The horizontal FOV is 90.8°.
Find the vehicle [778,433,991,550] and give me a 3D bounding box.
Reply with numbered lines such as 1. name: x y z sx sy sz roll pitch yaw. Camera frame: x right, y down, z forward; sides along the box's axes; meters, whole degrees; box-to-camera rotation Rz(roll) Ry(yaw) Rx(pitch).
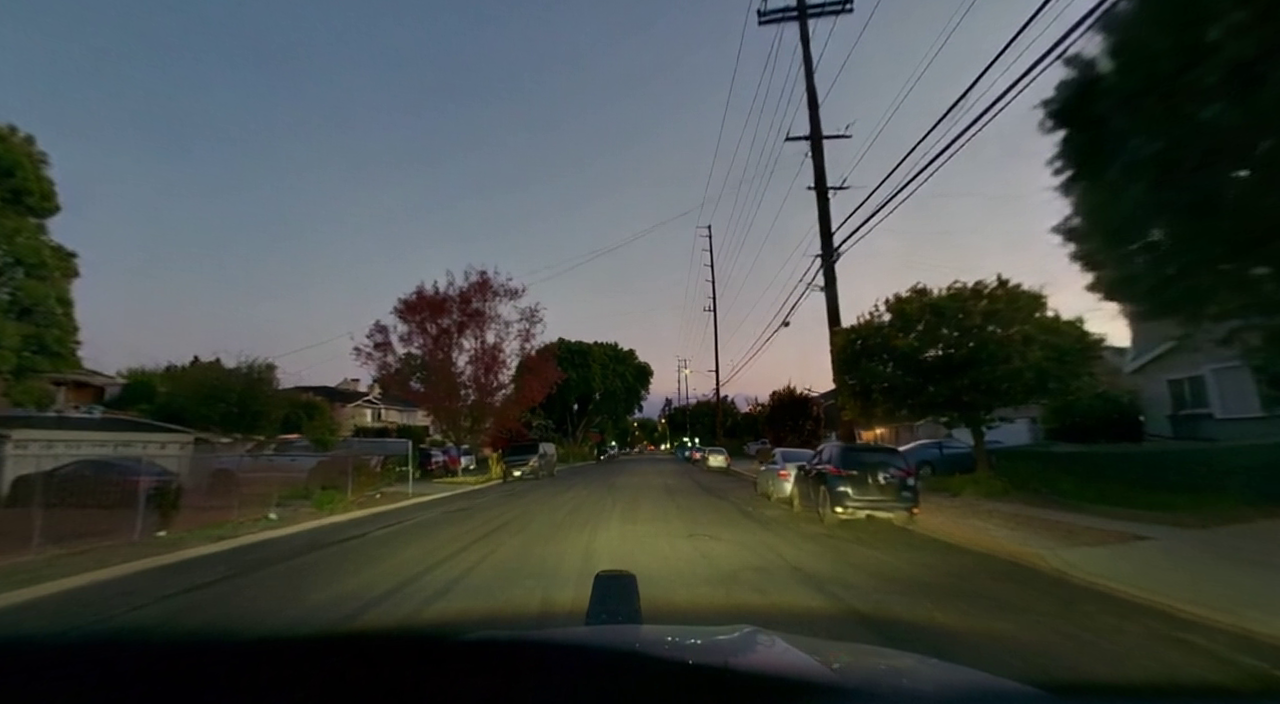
1. vehicle: 3.810 2.229 10.959 1.970 1.530 4.899 0 -8 3

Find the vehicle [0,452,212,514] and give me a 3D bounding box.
1. vehicle: -14.587 3.491 17.060 4.565 1.489 1.950 1 -8 -1

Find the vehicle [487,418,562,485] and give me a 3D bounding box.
1. vehicle: -5.586 4.909 31.448 2.313 2.875 6.057 -3 -8 2

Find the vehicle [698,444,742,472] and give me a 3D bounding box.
1. vehicle: 4.719 6.328 37.874 2.016 1.544 4.645 0 -8 0

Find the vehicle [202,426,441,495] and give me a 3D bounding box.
1. vehicle: -10.376 3.573 21.067 6.540 2.079 2.565 0 -8 2
